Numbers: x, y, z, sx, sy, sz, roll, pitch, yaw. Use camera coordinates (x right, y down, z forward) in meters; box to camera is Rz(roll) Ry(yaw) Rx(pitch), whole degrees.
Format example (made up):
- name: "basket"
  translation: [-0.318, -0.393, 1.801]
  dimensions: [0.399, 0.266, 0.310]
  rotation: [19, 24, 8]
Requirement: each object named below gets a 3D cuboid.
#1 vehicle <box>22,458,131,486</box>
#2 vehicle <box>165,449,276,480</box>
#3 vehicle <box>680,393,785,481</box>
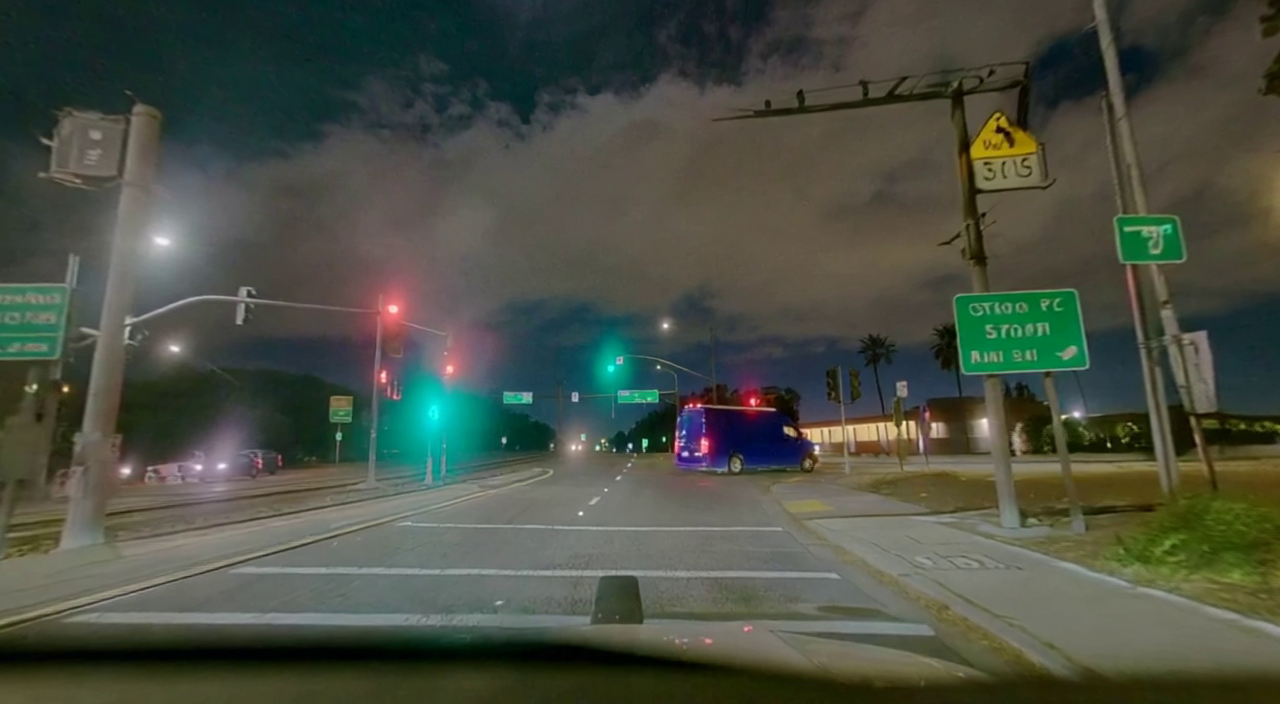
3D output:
- name: "vehicle"
  translation: [-32.605, 6.956, 36.650]
  dimensions: [4.283, 1.497, 1.964]
  rotation: [0, -8, -2]
- name: "vehicle"
  translation: [-24.635, 6.597, 37.221]
  dimensions: [4.925, 1.634, 2.219]
  rotation: [1, -8, 3]
- name: "vehicle"
  translation: [3.662, 3.307, 24.416]
  dimensions: [2.606, 3.020, 4.180]
  rotation: [-5, -10, 30]
